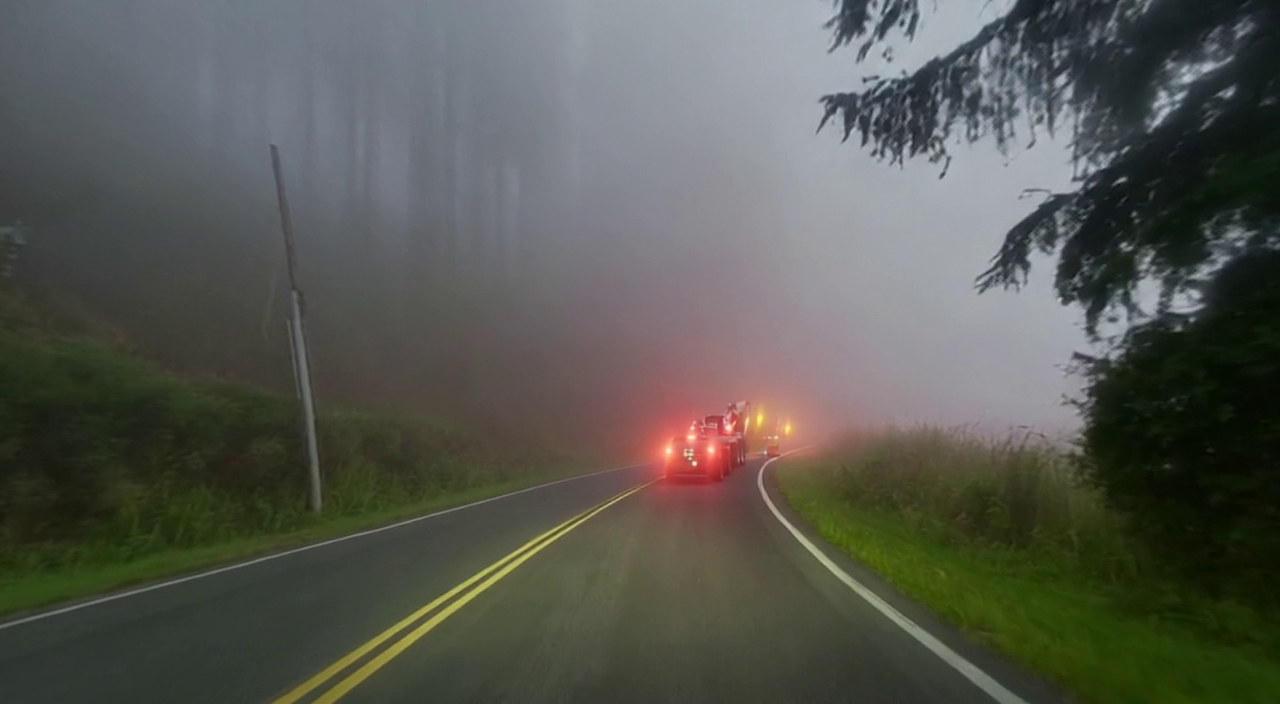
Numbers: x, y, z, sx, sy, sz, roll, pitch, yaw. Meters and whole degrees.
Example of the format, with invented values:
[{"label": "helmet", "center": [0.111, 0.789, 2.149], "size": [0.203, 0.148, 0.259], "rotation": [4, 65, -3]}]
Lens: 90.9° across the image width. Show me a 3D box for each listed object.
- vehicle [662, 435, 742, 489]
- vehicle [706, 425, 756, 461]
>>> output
[{"label": "vehicle", "center": [2.031, 3.357, 19.626], "size": [2.196, 1.465, 4.294], "rotation": [-1, -9, 9]}, {"label": "vehicle", "center": [5.634, 5.564, 38.548], "size": [2.376, 2.051, 5.366], "rotation": [-2, -9, 14]}]
